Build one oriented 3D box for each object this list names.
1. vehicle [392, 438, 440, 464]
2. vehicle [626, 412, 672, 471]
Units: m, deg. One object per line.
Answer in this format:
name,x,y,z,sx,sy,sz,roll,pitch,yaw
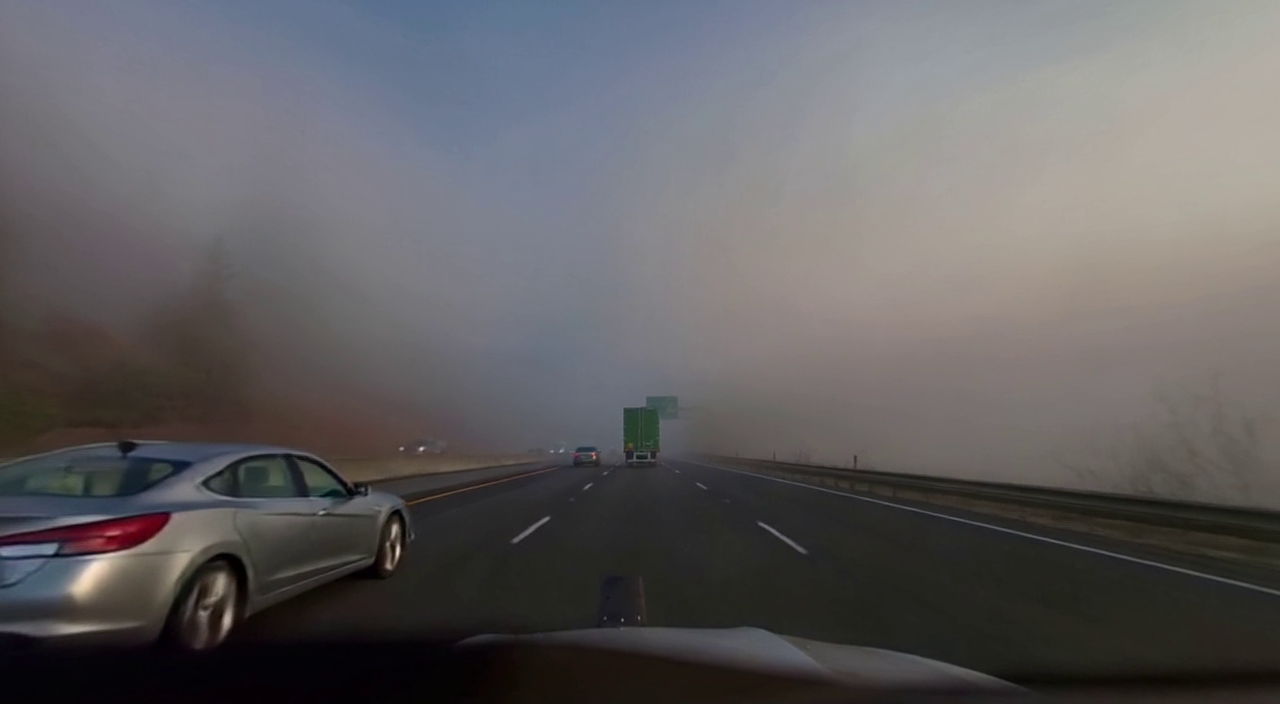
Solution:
vehicle,-17.055,7.577,48.255,2.073,1.817,4.402,0,-9,0
vehicle,0.473,6.288,43.841,2.893,3.628,9.081,0,-9,-1
